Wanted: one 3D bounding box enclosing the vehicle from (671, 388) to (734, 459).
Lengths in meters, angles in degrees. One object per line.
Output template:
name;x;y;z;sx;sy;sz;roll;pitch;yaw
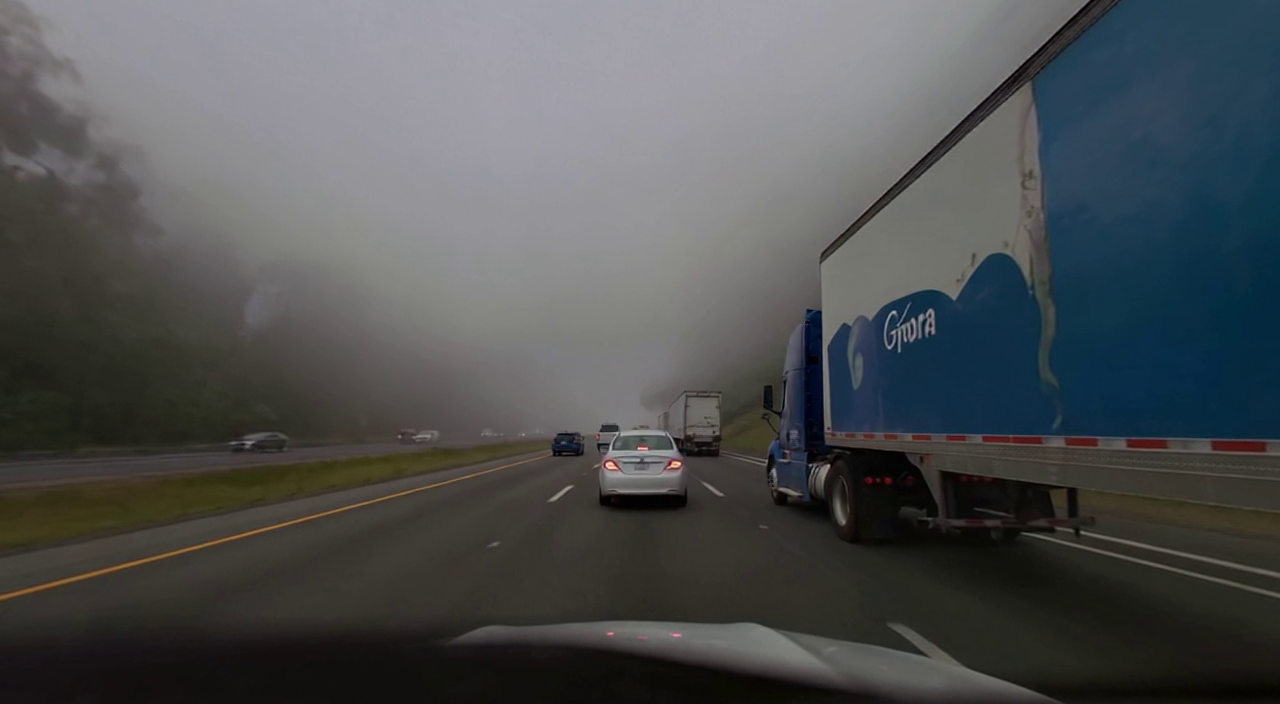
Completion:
vehicle;3.946;5.001;43.099;2.869;4.067;13.731;0;-8;0

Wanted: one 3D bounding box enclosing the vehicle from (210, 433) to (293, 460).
vehicle;-22.536;5.459;36.747;1.869;1.465;4.533;0;-8;2

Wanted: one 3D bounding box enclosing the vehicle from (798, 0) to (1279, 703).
vehicle;4.143;-0.207;3.550;2.816;4.070;14.136;0;-8;0

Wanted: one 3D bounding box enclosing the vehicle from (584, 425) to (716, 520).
vehicle;0.130;2.088;11.491;2.021;1.435;3.611;0;-8;-1

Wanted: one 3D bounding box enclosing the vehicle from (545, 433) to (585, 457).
vehicle;-4.700;5.873;40.156;1.983;1.434;4.451;0;-8;0
